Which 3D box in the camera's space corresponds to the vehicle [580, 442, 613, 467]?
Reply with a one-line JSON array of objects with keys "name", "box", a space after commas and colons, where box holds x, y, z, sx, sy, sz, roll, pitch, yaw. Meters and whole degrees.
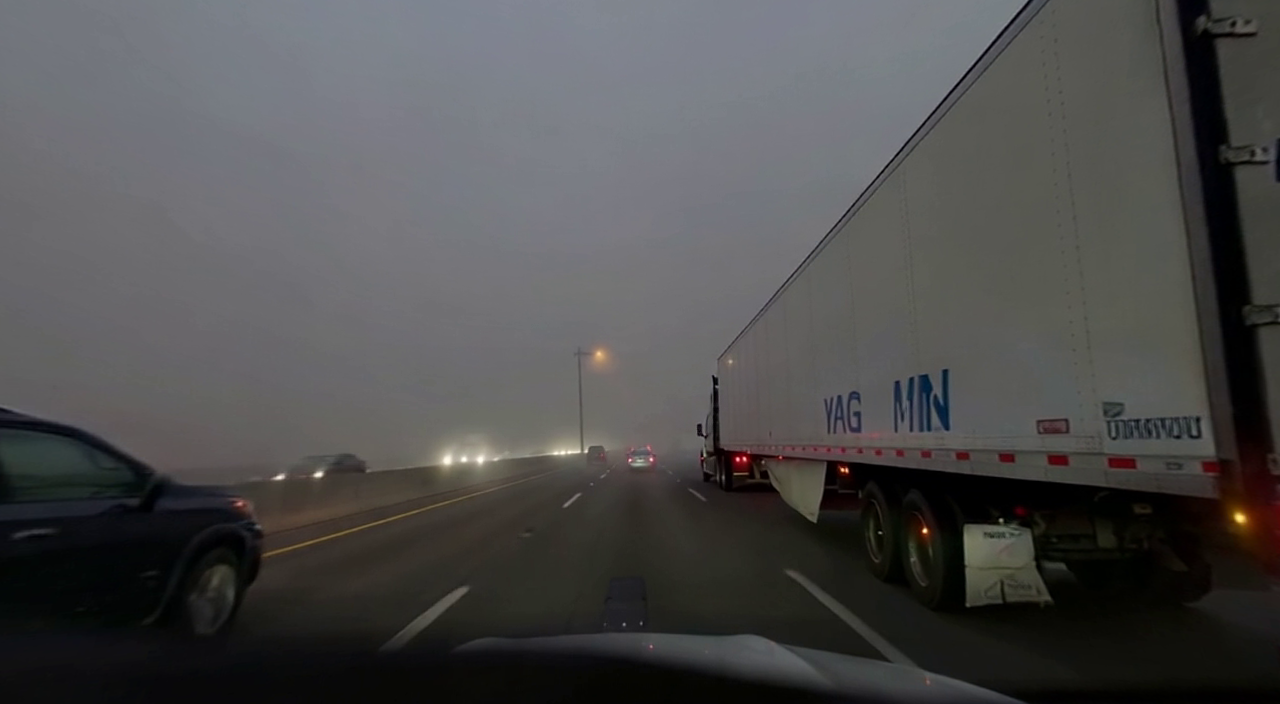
[{"name": "vehicle", "box": [-3.125, 7.436, 46.074, 2.058, 1.711, 4.226, -1, -9, 1]}]

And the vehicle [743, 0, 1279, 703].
[{"name": "vehicle", "box": [3.902, 0.509, 8.767, 2.821, 4.077, 12.562, 0, -9, 0]}]

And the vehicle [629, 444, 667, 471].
[{"name": "vehicle", "box": [0.449, 6.099, 36.587, 2.063, 1.469, 4.208, 0, -9, 0]}]

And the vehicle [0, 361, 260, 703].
[{"name": "vehicle", "box": [-3.830, 0.803, 2.000, 2.091, 1.722, 4.974, -1, -9, 1]}]

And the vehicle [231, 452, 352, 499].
[{"name": "vehicle", "box": [-12.158, 4.296, 22.367, 1.763, 1.453, 4.339, -1, -9, 1]}]
